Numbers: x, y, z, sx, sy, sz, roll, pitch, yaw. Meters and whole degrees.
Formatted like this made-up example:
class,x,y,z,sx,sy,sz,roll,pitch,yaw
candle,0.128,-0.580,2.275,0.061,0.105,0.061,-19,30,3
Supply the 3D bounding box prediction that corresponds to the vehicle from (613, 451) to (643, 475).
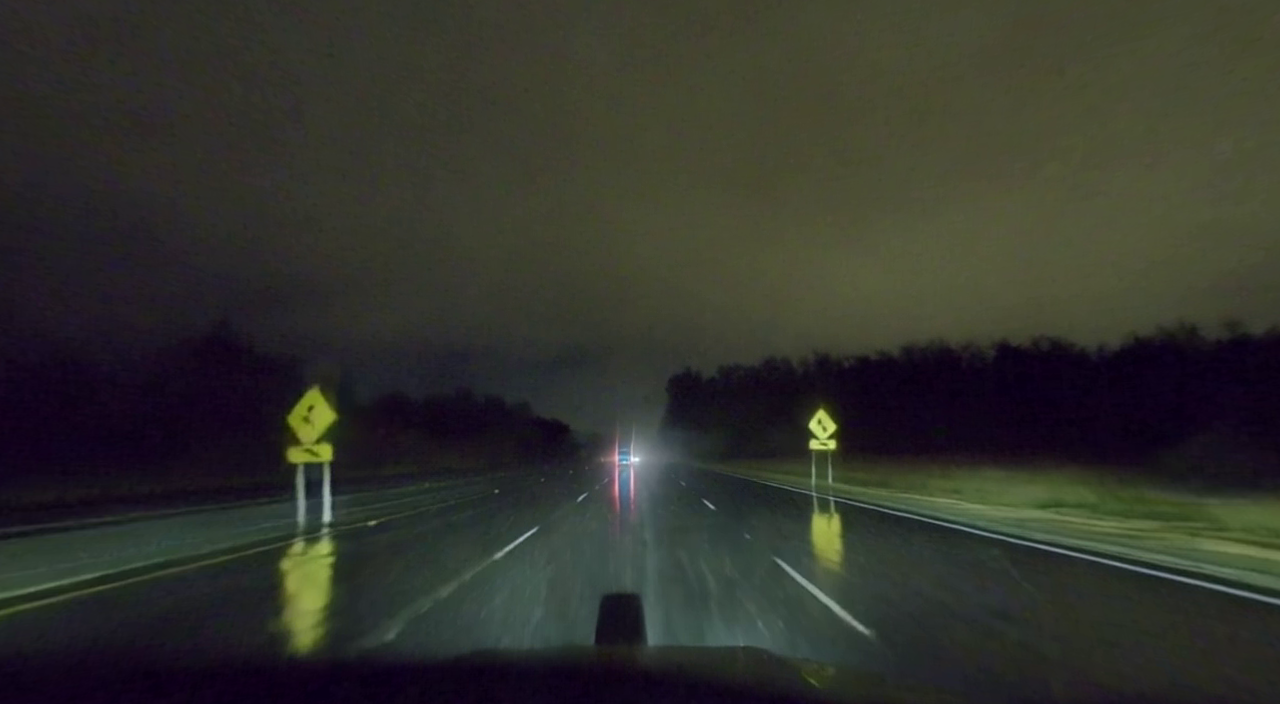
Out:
class,x,y,z,sx,sy,sz,roll,pitch,yaw
vehicle,-0.863,8.328,47.569,2.053,1.647,4.252,0,-9,1
